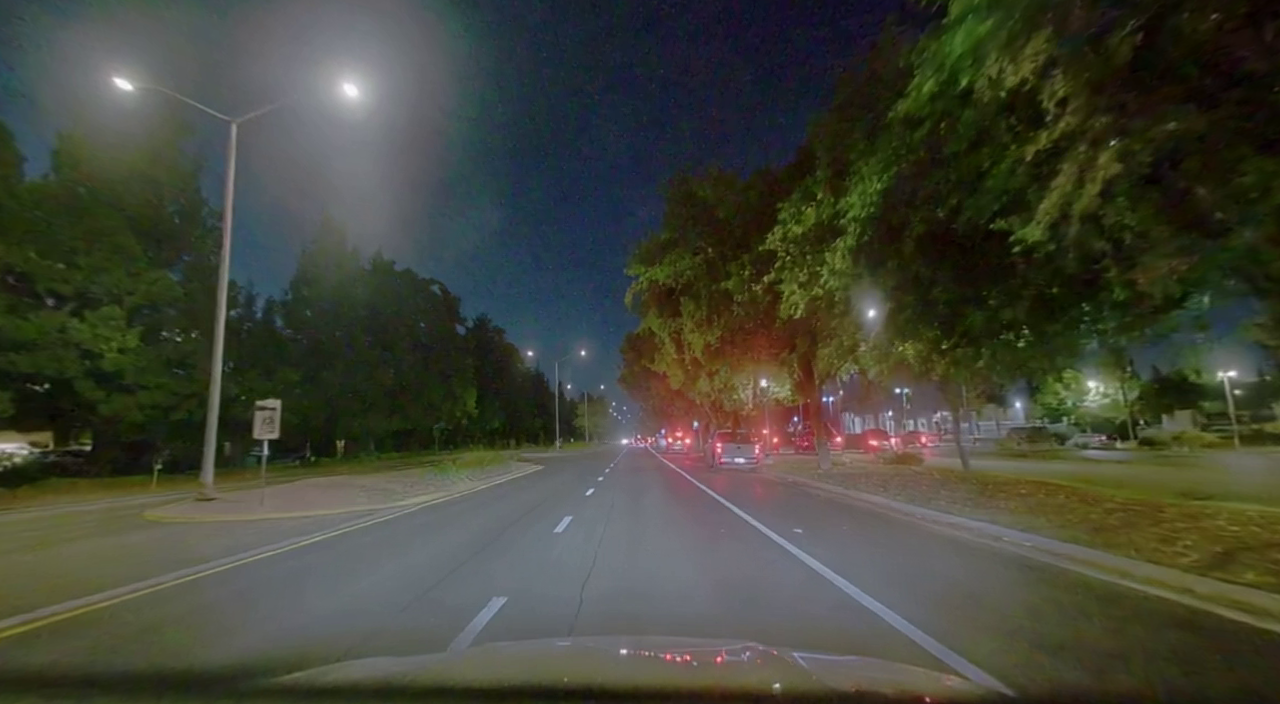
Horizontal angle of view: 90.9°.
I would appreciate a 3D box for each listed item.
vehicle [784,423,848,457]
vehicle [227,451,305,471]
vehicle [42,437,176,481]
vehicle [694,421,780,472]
[{"bbox_3d":[11.146,5.616,40.429,2.197,1.923,5.799,2,-8,-3],"label":"vehicle"},{"bbox_3d":[-29.051,8.486,49.063,4.719,1.433,1.995,1,-8,-5],"label":"vehicle"},{"bbox_3d":[-35.289,7.091,42.092,6.147,2.763,2.919,0,-8,-2],"label":"vehicle"},{"bbox_3d":[3.888,3.960,26.575,2.493,1.896,5.433,0,-8,-3],"label":"vehicle"}]
